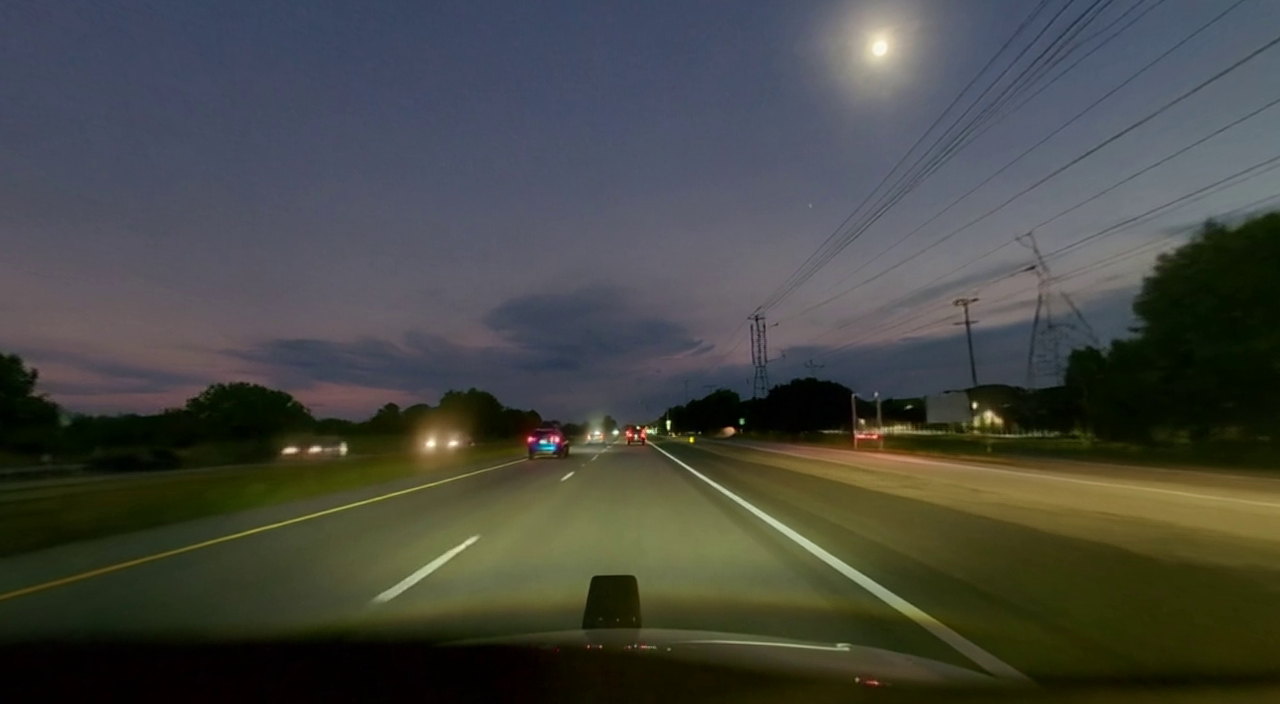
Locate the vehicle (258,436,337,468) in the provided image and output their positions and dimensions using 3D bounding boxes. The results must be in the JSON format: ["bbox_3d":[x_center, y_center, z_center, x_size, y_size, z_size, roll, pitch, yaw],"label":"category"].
[{"bbox_3d":[-17.280,5.040,31.947,1.843,1.534,3.925,0,-8,-1],"label":"vehicle"}]

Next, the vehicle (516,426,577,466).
[{"bbox_3d":[-3.966,4.054,27.404,2.023,1.580,4.259,0,-8,-1],"label":"vehicle"}]

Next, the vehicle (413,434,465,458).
[{"bbox_3d":[-12.996,6.098,40.972,1.912,1.455,4.706,0,-8,0],"label":"vehicle"}]
